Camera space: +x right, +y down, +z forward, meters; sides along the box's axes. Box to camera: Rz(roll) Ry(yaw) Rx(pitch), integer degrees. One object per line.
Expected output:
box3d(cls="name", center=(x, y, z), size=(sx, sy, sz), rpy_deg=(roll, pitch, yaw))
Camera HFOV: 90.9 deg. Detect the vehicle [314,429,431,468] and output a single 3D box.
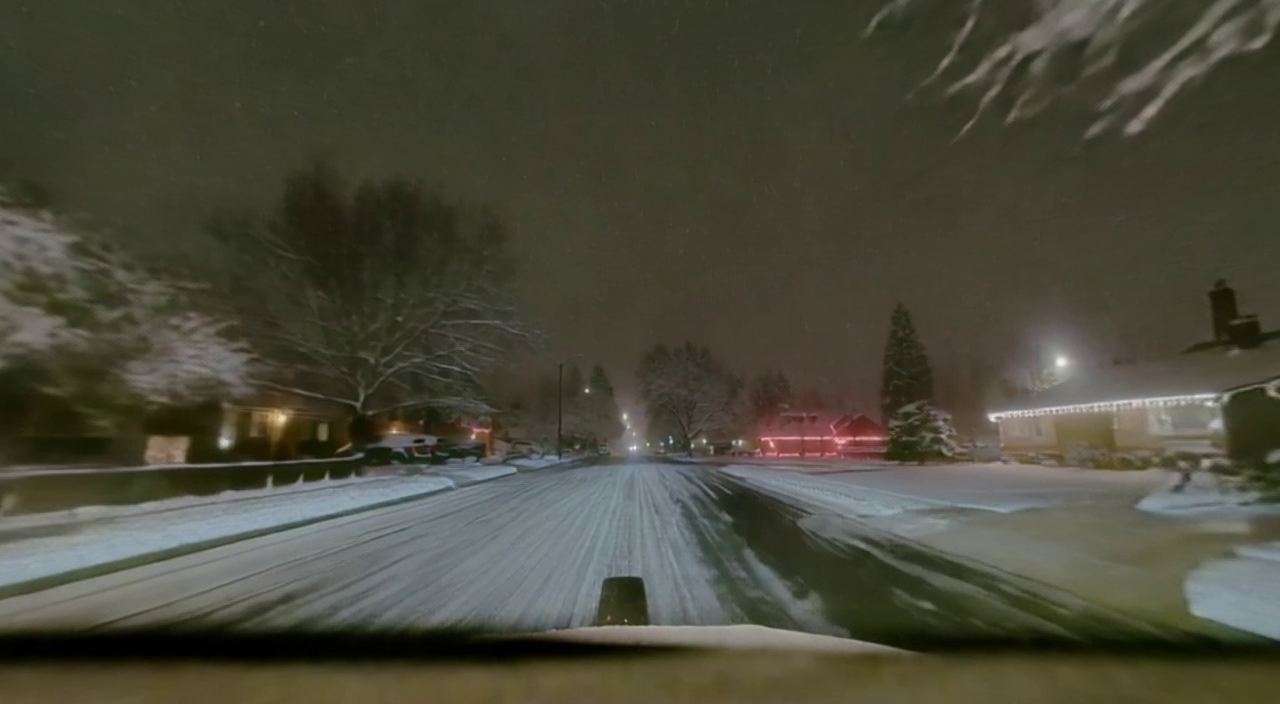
box3d(cls="vehicle", center=(-13.406, 4.873, 31.831), size=(4.796, 1.864, 2.328), rpy_deg=(-1, -9, 2))
